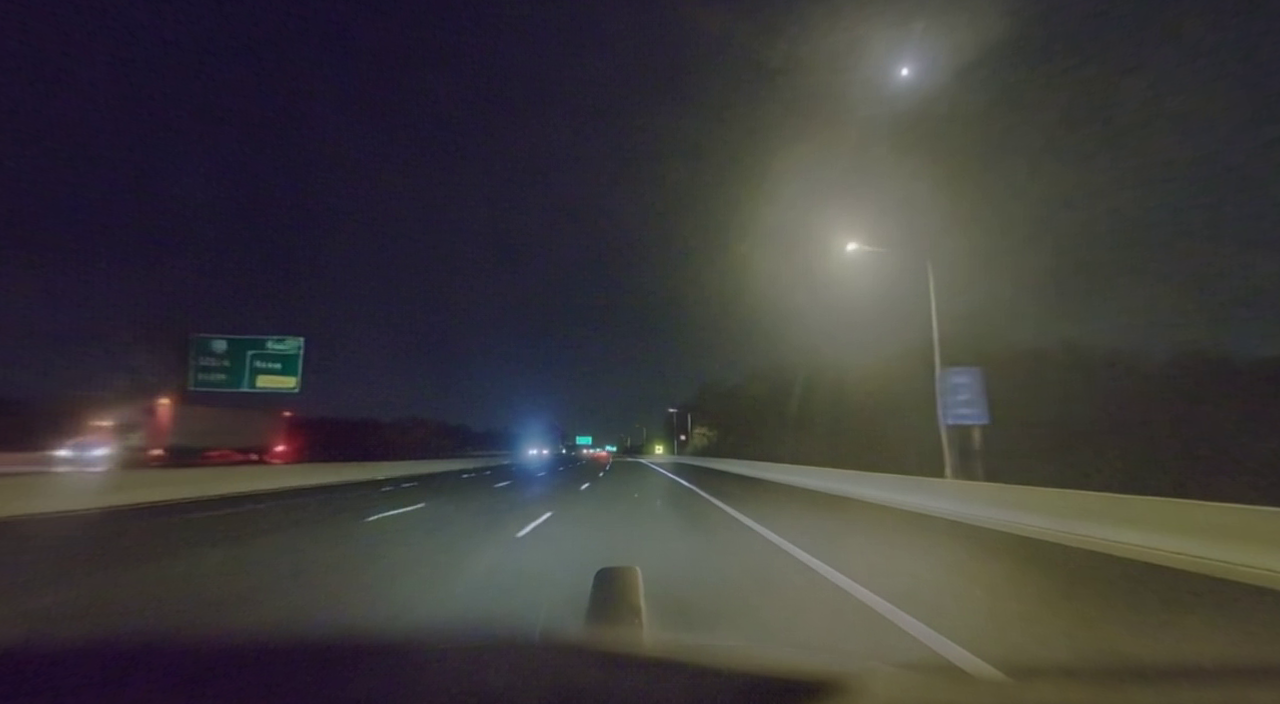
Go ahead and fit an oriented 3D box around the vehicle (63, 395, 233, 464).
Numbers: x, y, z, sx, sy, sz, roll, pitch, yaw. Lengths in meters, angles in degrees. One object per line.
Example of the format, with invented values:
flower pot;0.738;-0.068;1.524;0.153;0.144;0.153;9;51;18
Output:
vehicle;-31.824;5.277;41.610;2.947;3.997;10.418;0;-9;-2
